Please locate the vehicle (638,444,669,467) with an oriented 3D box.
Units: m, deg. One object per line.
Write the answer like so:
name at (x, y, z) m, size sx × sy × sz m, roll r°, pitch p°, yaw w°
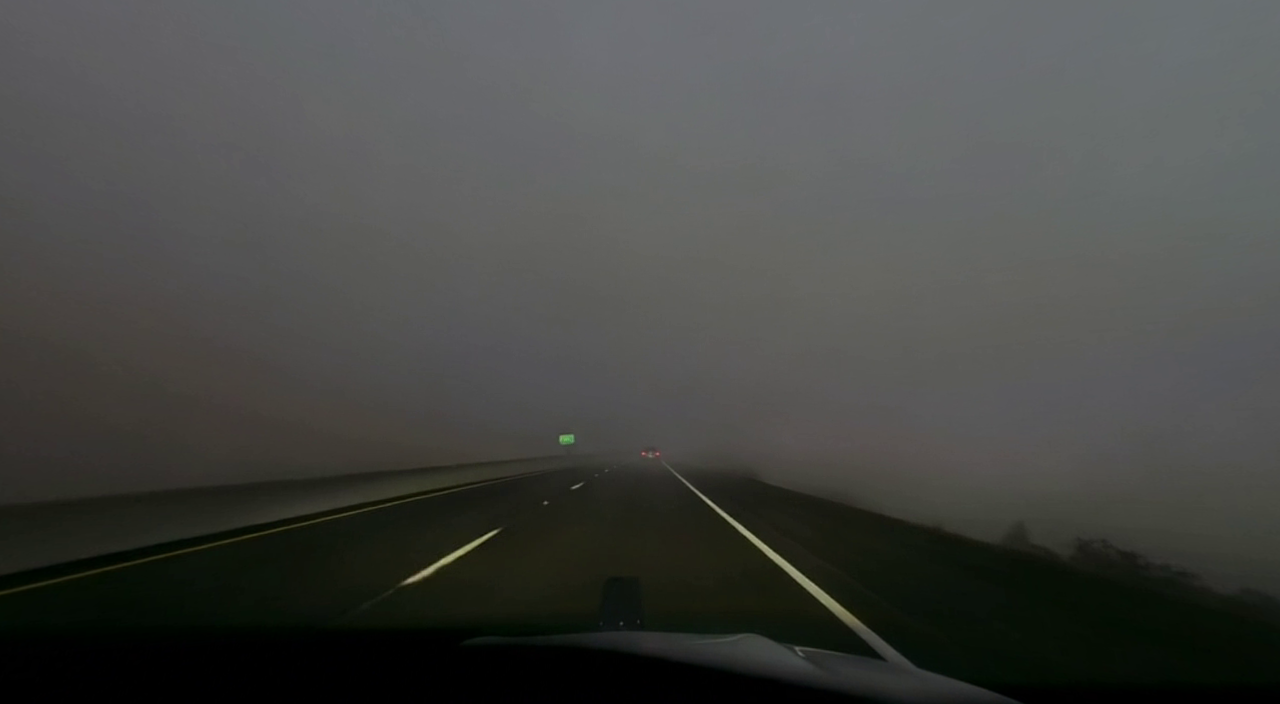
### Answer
vehicle at (1.000, 7.788, 47.503) m, size 2.221 × 1.603 × 4.149 m, roll 0°, pitch -9°, yaw 1°
